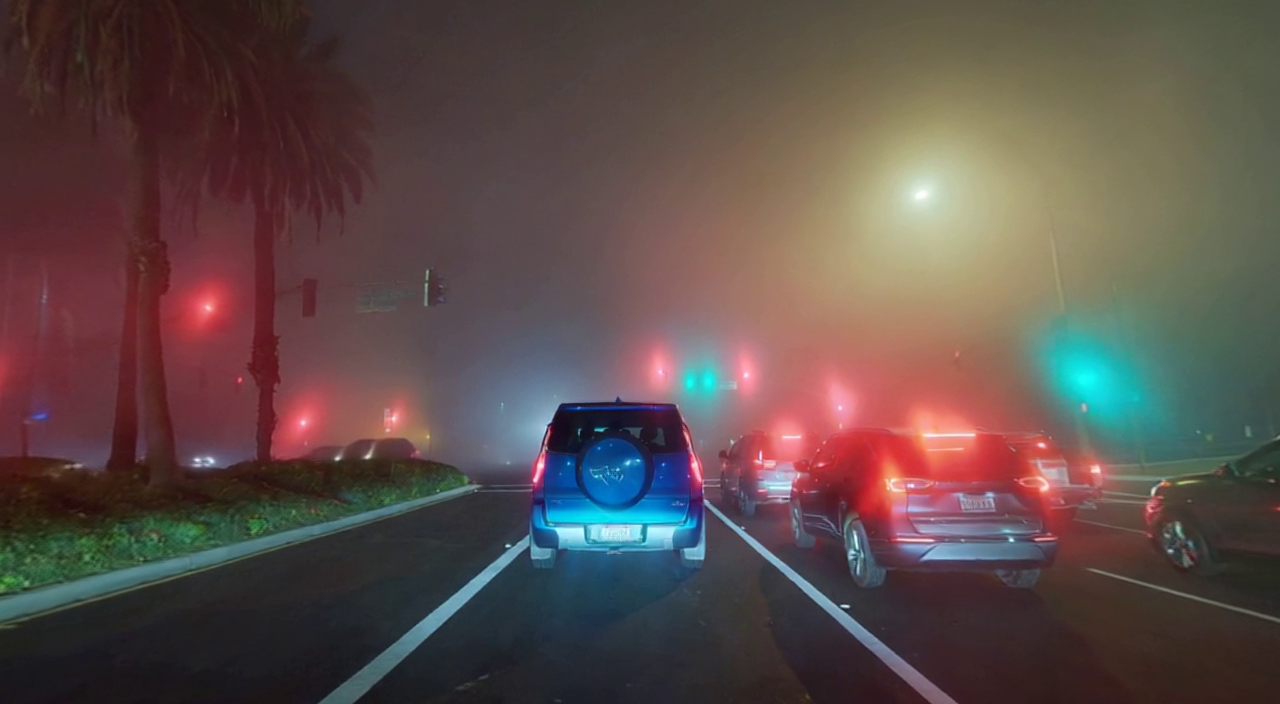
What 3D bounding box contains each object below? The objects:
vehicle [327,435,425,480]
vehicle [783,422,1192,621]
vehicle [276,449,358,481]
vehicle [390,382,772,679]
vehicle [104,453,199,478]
[{"bbox_3d":[-12.554,5.059,30.397,2.317,1.924,5.636,0,-9,-1],"label":"vehicle"},{"bbox_3d":[3.120,1.608,7.001,1.971,1.473,4.495,0,-8,0],"label":"vehicle"},{"bbox_3d":[-16.894,5.894,33.067,1.951,1.500,4.372,0,-8,1],"label":"vehicle"},{"bbox_3d":[-0.336,1.319,5.699,2.172,1.694,4.055,0,-8,0],"label":"vehicle"},{"bbox_3d":[-36.615,8.507,47.121,5.347,1.785,2.123,0,-8,1],"label":"vehicle"}]
